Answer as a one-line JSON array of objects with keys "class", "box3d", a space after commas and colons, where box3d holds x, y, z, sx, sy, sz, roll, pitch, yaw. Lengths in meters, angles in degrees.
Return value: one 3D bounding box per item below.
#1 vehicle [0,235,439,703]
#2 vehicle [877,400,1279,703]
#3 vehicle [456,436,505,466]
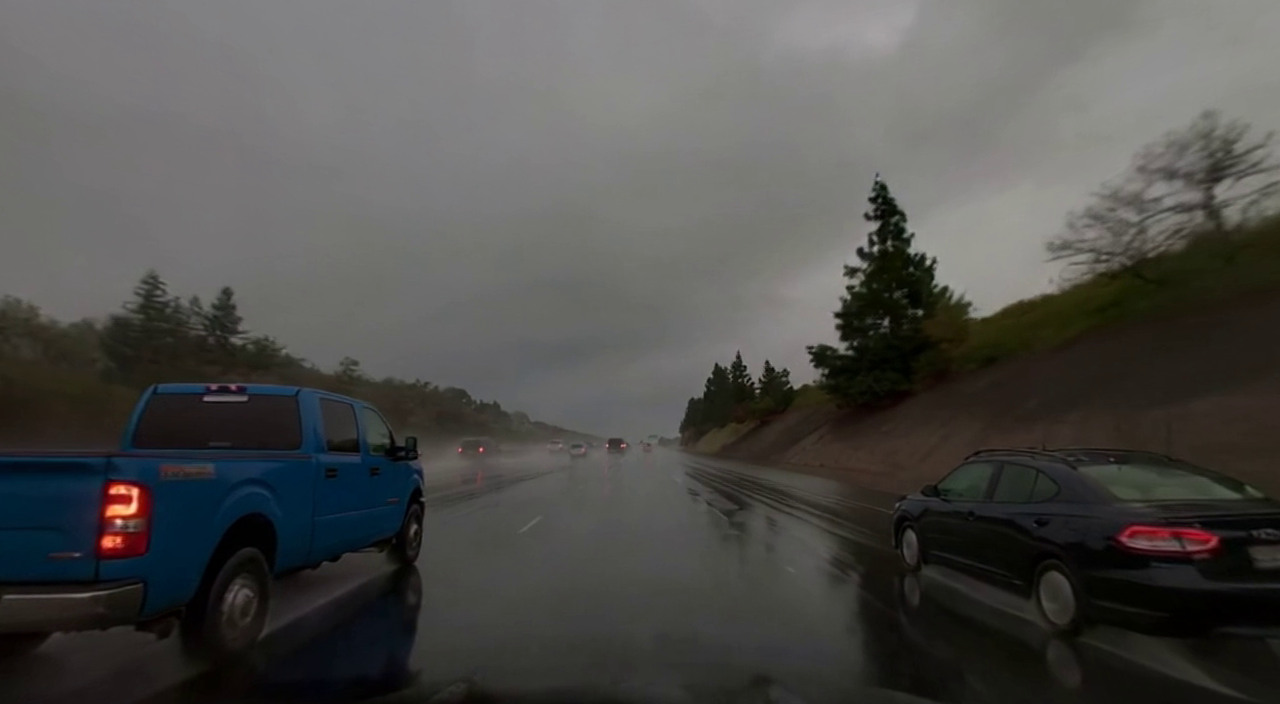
[{"class": "vehicle", "box3d": [-3.620, 0.913, 4.251, 2.483, 2.100, 6.208, 0, -9, 0]}, {"class": "vehicle", "box3d": [3.725, 1.268, 4.673, 2.047, 1.524, 4.619, 0, -9, -1]}, {"class": "vehicle", "box3d": [-10.729, 6.684, 42.871, 2.012, 1.875, 4.895, 0, -9, 1]}]
